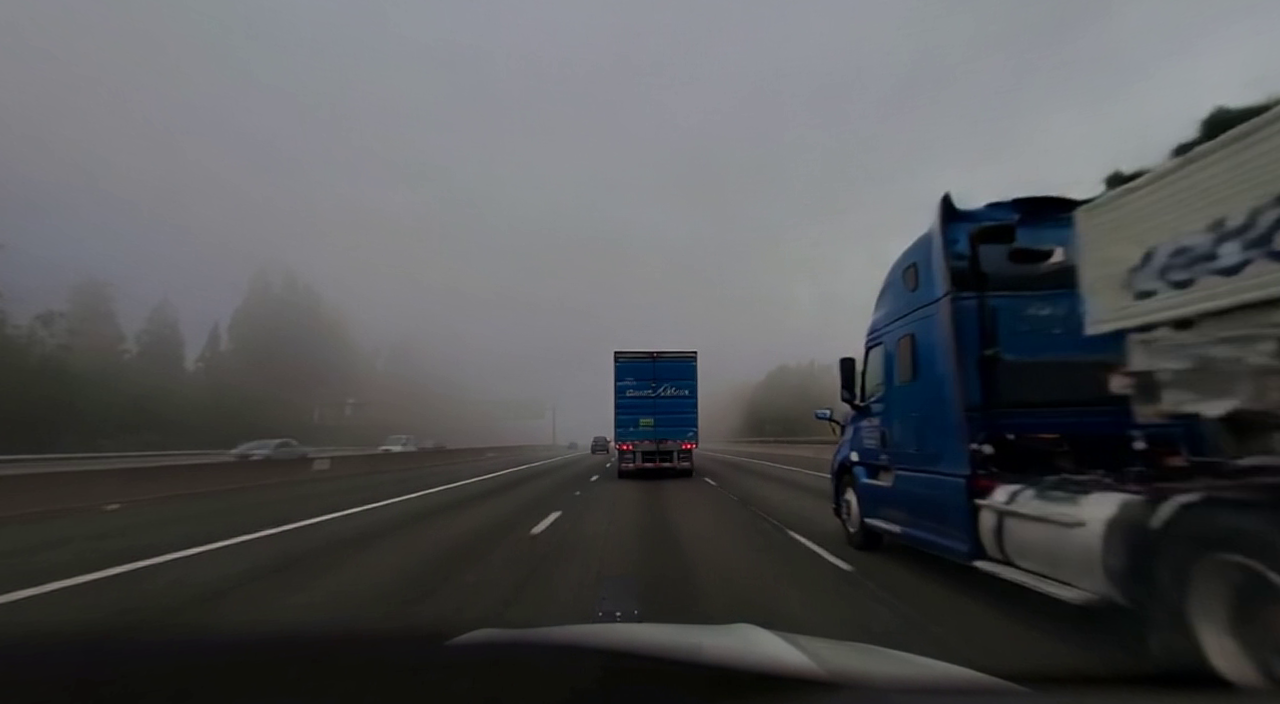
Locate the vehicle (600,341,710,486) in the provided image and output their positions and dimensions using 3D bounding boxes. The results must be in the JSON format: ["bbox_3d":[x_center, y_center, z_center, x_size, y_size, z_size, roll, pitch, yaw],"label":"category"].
[{"bbox_3d":[0.362,2.290,21.861,2.920,3.860,10.035,0,-8,0],"label":"vehicle"}]

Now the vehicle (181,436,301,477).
[{"bbox_3d":[-16.735,4.373,26.668,2.327,1.597,4.211,0,-8,0],"label":"vehicle"}]
